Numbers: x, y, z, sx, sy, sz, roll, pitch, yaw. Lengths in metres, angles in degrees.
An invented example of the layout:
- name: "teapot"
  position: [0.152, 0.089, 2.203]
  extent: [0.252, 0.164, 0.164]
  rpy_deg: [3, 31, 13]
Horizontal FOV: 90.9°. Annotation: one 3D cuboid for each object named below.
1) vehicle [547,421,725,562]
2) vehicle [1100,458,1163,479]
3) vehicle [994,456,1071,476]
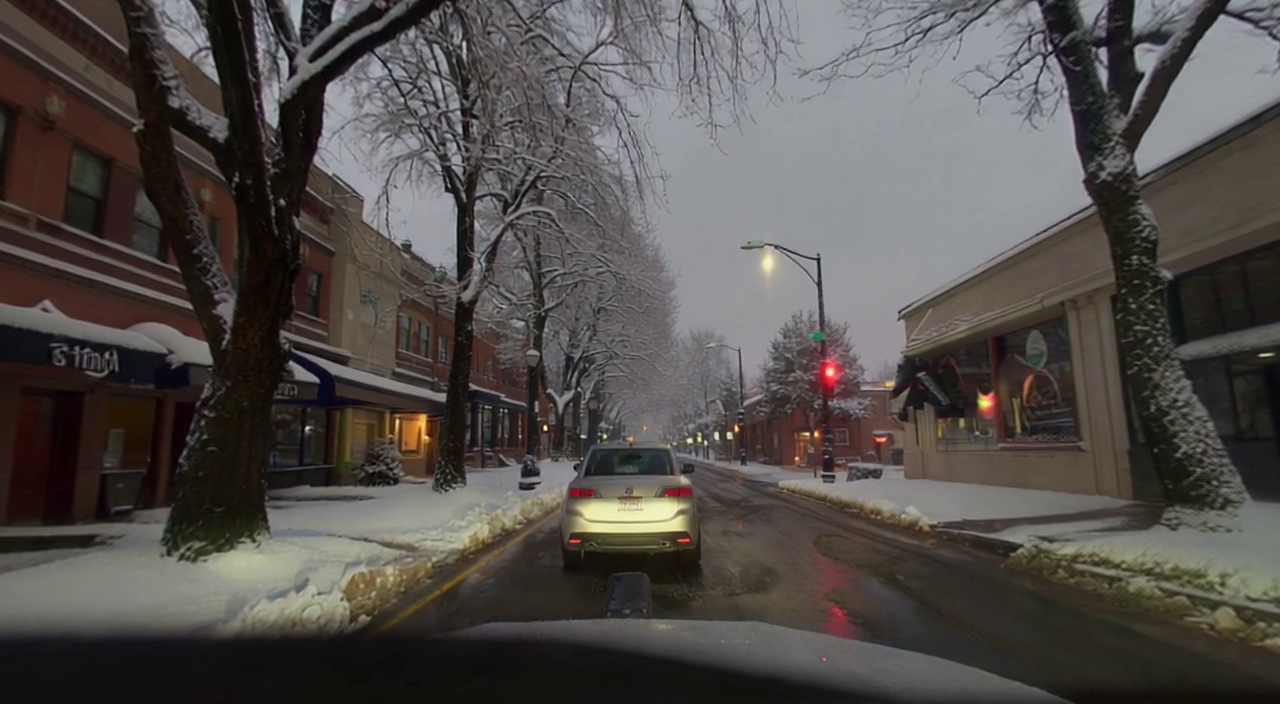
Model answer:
- name: "vehicle"
  position: [-0.084, 1.925, 9.394]
  extent: [2.079, 1.621, 3.861]
  rpy_deg: [0, -8, -1]
- name: "vehicle"
  position: [37.217, 8.836, 47.804]
  extent: [3.445, 1.363, 1.608]
  rpy_deg: [2, -8, -1]
- name: "vehicle"
  position: [29.813, 8.648, 47.900]
  extent: [4.668, 1.441, 1.904]
  rpy_deg: [1, -9, -6]
